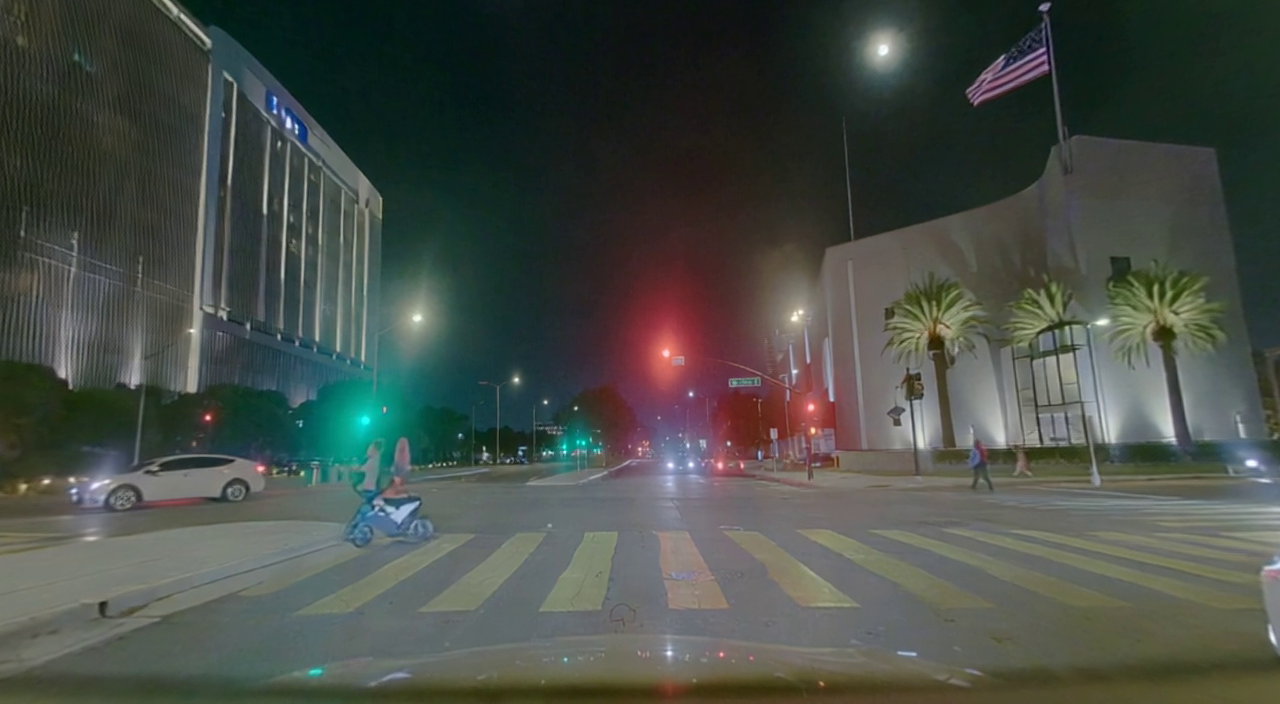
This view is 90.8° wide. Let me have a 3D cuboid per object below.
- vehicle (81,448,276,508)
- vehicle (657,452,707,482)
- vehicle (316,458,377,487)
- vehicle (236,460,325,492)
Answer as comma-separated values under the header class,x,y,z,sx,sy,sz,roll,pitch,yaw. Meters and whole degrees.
class,x,y,z,sx,sy,sz,roll,pitch,yaw
vehicle,-13.890,3.782,19.424,4.499,1.594,1.898,4,-10,-27
vehicle,2.341,6.603,36.482,2.000,1.525,4.273,1,-9,-9
vehicle,-20.115,8.261,43.530,2.043,1.745,4.420,0,-8,1
vehicle,-19.969,6.901,35.383,2.069,1.540,4.774,0,-8,1
